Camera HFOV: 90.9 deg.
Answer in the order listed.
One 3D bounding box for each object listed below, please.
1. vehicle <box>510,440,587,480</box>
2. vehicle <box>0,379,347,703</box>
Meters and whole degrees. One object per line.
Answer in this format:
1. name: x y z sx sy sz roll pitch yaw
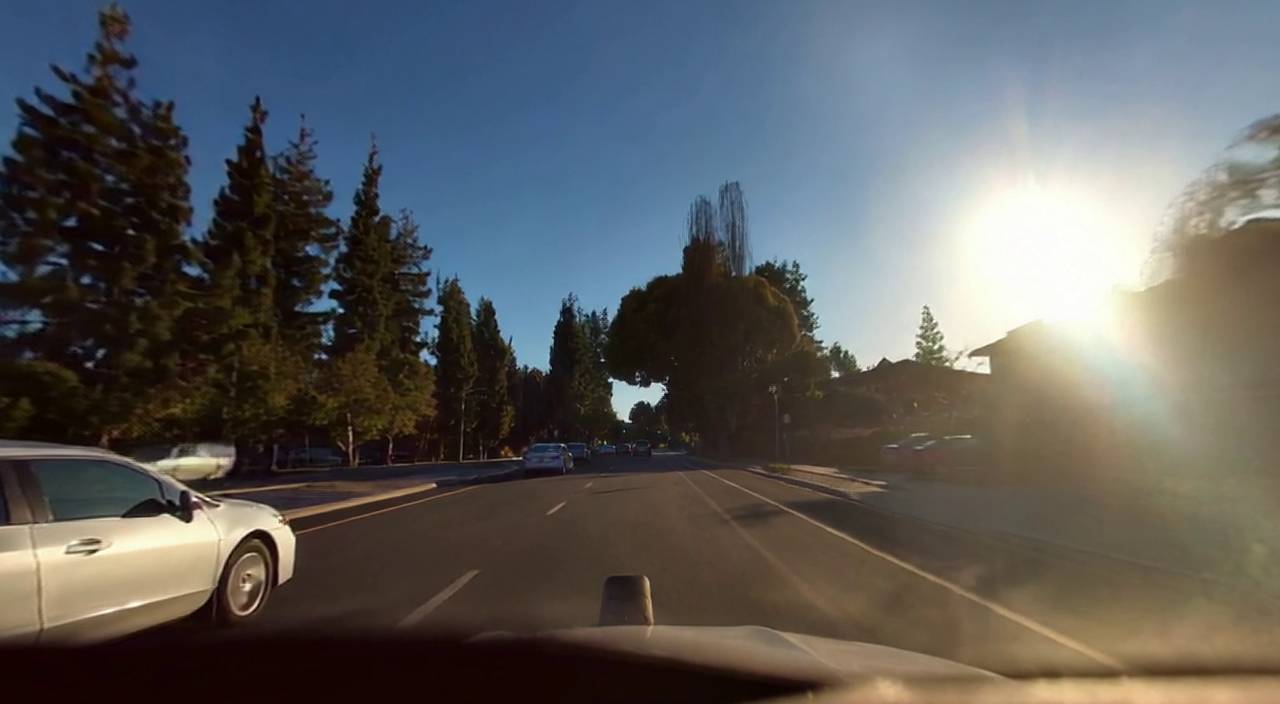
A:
1. vehicle: -3.565 4.316 25.543 2.188 1.473 4.651 -1 -8 3
2. vehicle: -4.113 1.028 3.809 2.190 1.545 4.943 0 -8 2
